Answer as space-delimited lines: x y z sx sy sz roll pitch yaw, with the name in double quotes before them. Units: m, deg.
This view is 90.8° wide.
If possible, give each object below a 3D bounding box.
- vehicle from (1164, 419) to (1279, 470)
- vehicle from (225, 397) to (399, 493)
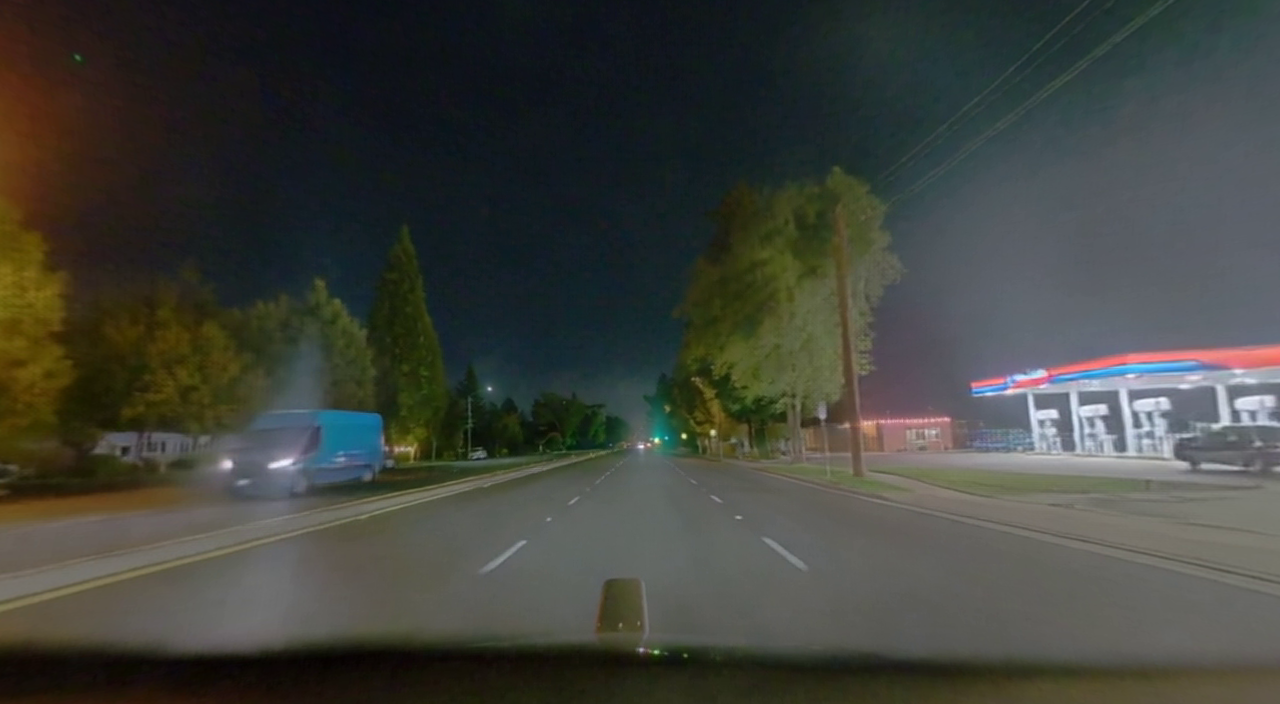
"vehicle" 19.422 2.934 19.977 1.994 1.452 4.227 0 -8 0
"vehicle" -12.100 3.538 24.183 2.931 3.122 6.555 -1 -8 1
